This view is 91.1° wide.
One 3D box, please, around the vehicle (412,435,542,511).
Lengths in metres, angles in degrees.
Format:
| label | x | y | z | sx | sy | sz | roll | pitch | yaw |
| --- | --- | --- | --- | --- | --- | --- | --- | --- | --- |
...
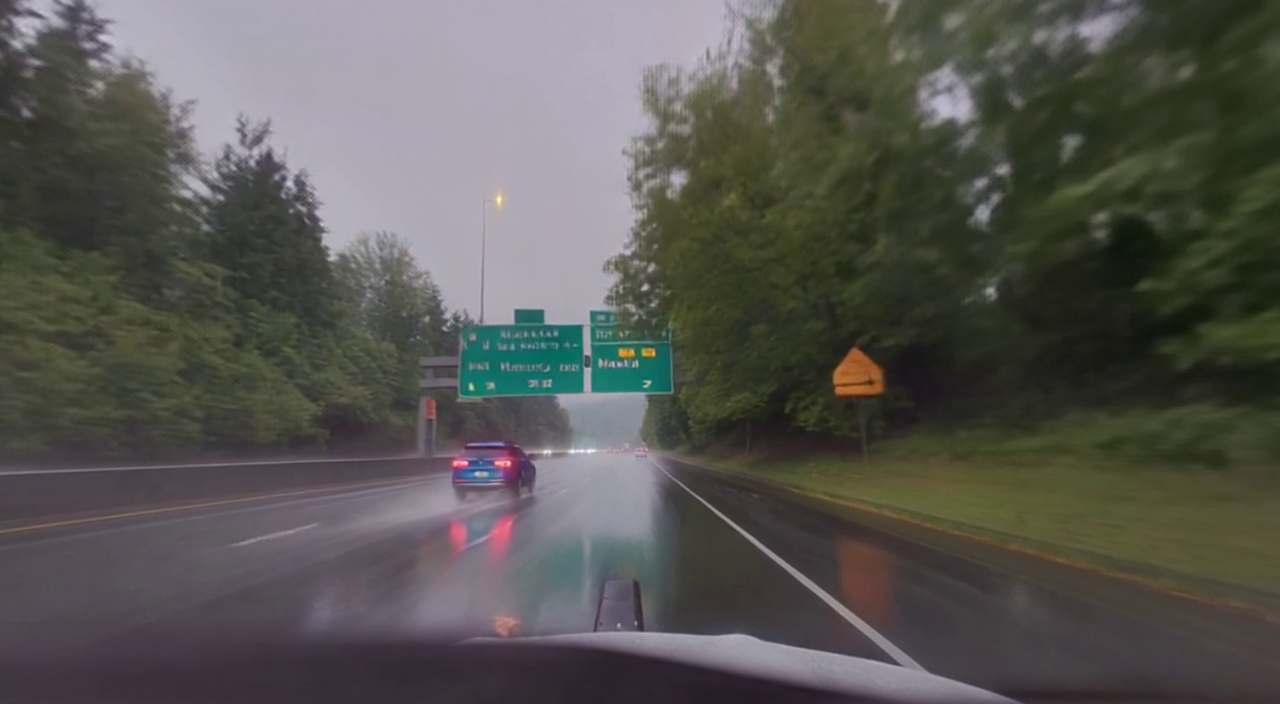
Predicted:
| label | x | y | z | sx | sy | sz | roll | pitch | yaw |
| --- | --- | --- | --- | --- | --- | --- | --- | --- | --- |
| vehicle | -3.912 | 2.979 | 15.951 | 2.104 | 1.626 | 4.283 | -1 | -9 | 1 |
